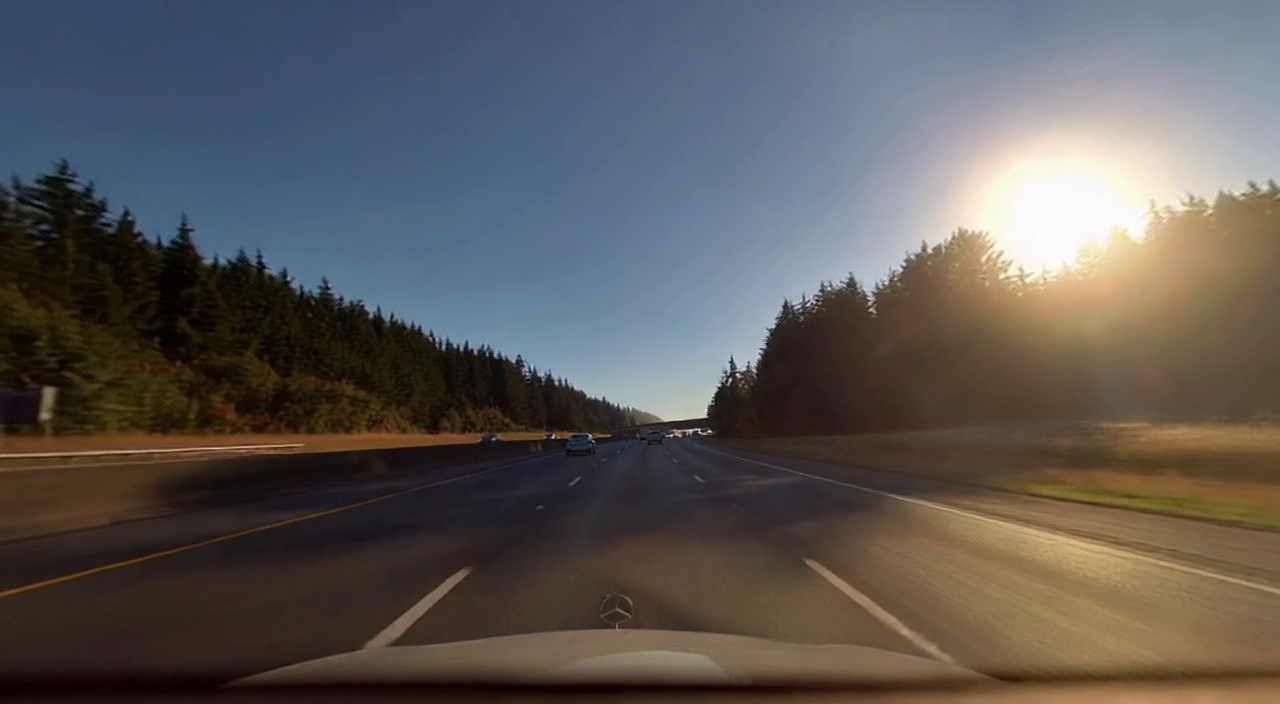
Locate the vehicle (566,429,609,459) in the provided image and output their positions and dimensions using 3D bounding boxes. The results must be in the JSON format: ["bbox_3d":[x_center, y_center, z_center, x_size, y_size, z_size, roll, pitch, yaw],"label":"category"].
[{"bbox_3d":[-2.993,5.322,36.714,2.084,1.654,4.080,0,-8,0],"label":"vehicle"}]
